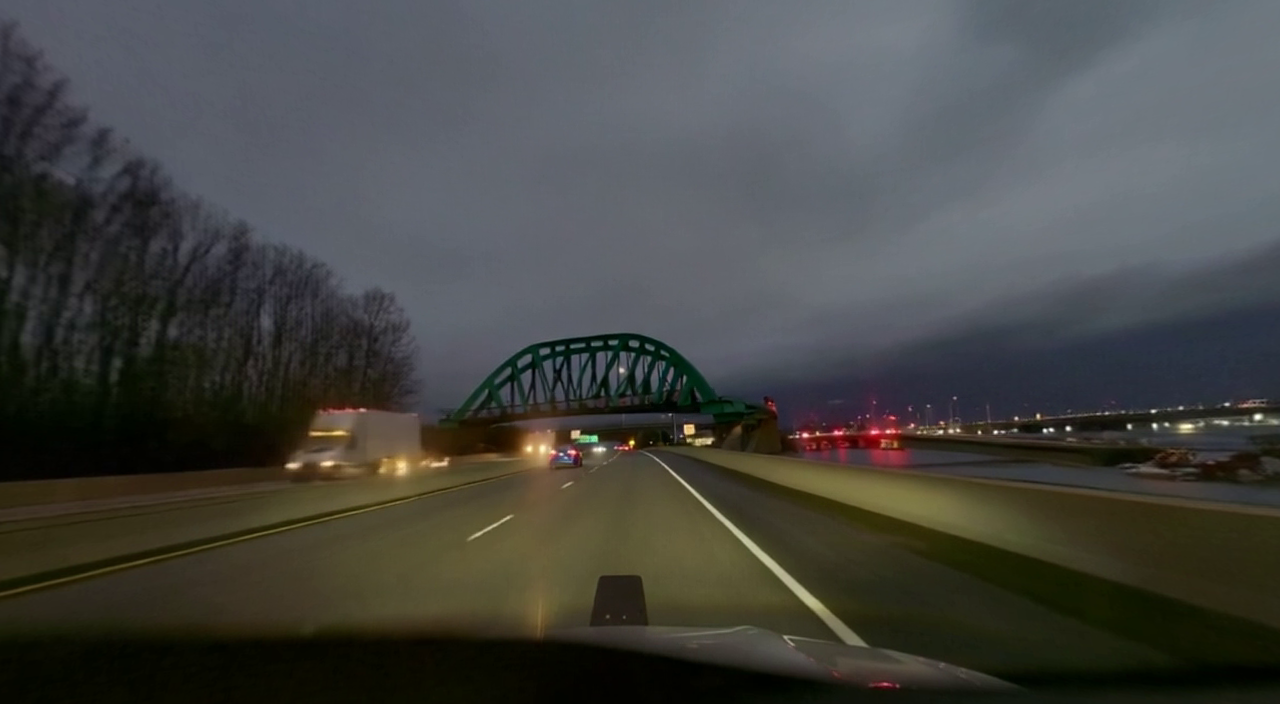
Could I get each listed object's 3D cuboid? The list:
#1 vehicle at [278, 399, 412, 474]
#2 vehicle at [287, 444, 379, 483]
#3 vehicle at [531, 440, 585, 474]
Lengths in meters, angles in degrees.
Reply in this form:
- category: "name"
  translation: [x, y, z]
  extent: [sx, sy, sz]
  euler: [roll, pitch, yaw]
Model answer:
- category: "vehicle"
  translation: [-16.728, 5.023, 36.747]
  extent: [2.995, 3.794, 9.786]
  euler: [0, -9, 0]
- category: "vehicle"
  translation: [-13.303, 4.816, 27.483]
  extent: [1.872, 1.535, 4.138]
  euler: [0, -9, 1]
- category: "vehicle"
  translation: [-3.951, 5.162, 31.136]
  extent: [2.052, 1.556, 4.405]
  euler: [0, -8, 0]
